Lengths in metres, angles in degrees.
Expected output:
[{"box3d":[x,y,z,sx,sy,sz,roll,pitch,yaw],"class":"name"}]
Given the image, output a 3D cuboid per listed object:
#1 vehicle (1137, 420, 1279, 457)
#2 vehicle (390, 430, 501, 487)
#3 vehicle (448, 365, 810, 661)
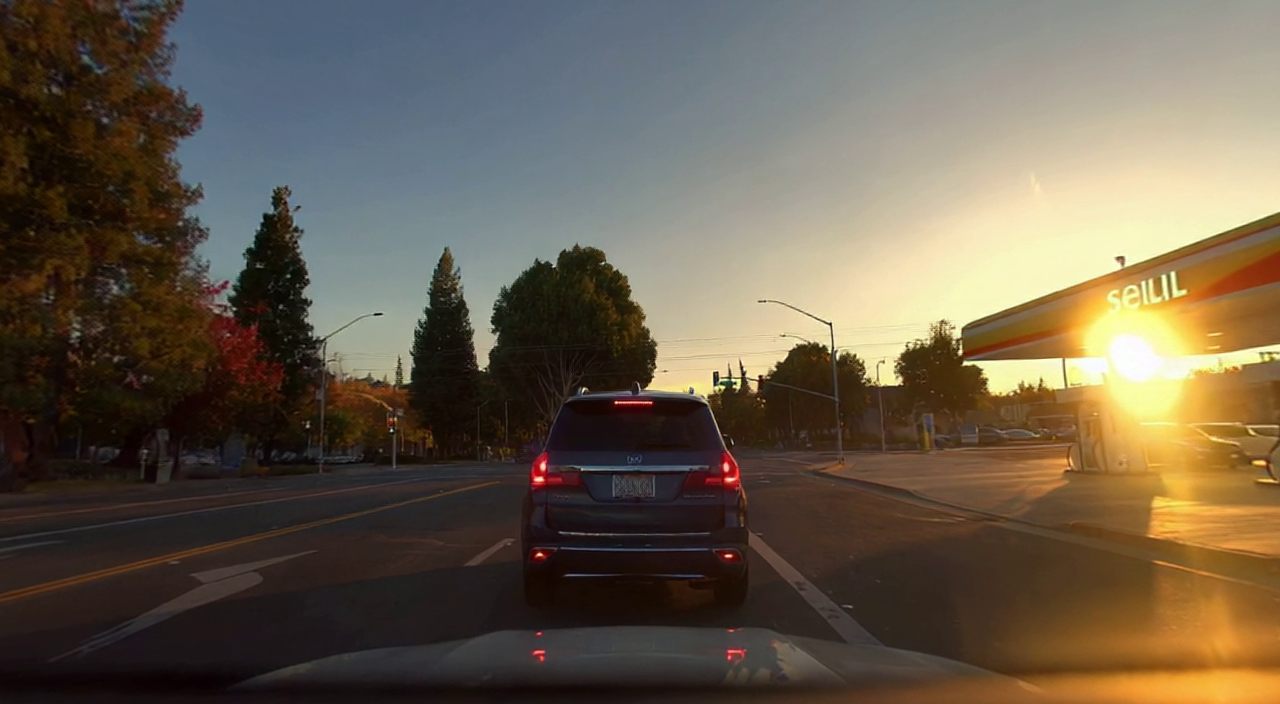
[{"box3d":[25.933,3.967,28.782,4.551,1.616,1.973,-2,-9,11],"class":"vehicle"},{"box3d":[-6.651,3.704,22.191,2.065,1.753,4.525,-1,-9,6],"class":"vehicle"},{"box3d":[0.012,1.314,6.137,2.236,1.819,4.291,-1,-9,3],"class":"vehicle"}]
